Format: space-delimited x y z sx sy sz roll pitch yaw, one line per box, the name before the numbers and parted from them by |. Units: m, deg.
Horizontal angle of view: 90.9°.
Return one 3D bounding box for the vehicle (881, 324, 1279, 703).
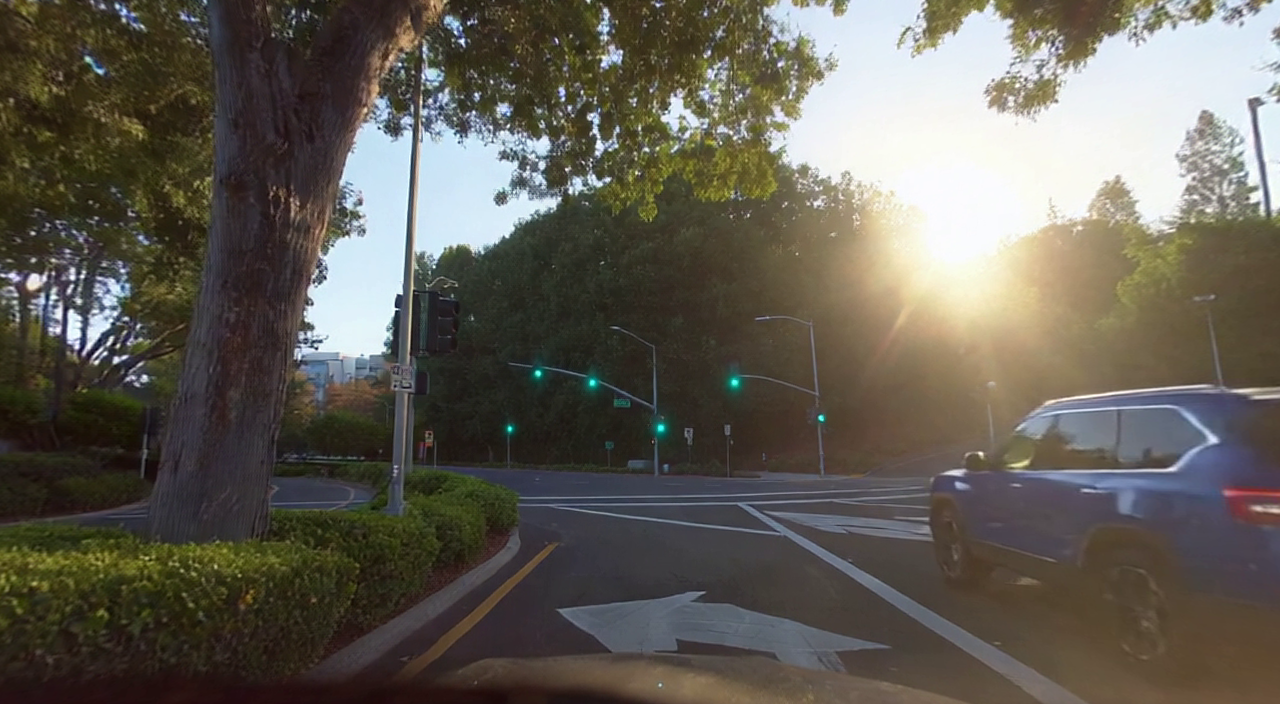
vehicle | 3.864 1.046 4.600 2.284 1.788 4.871 -1 -8 0
